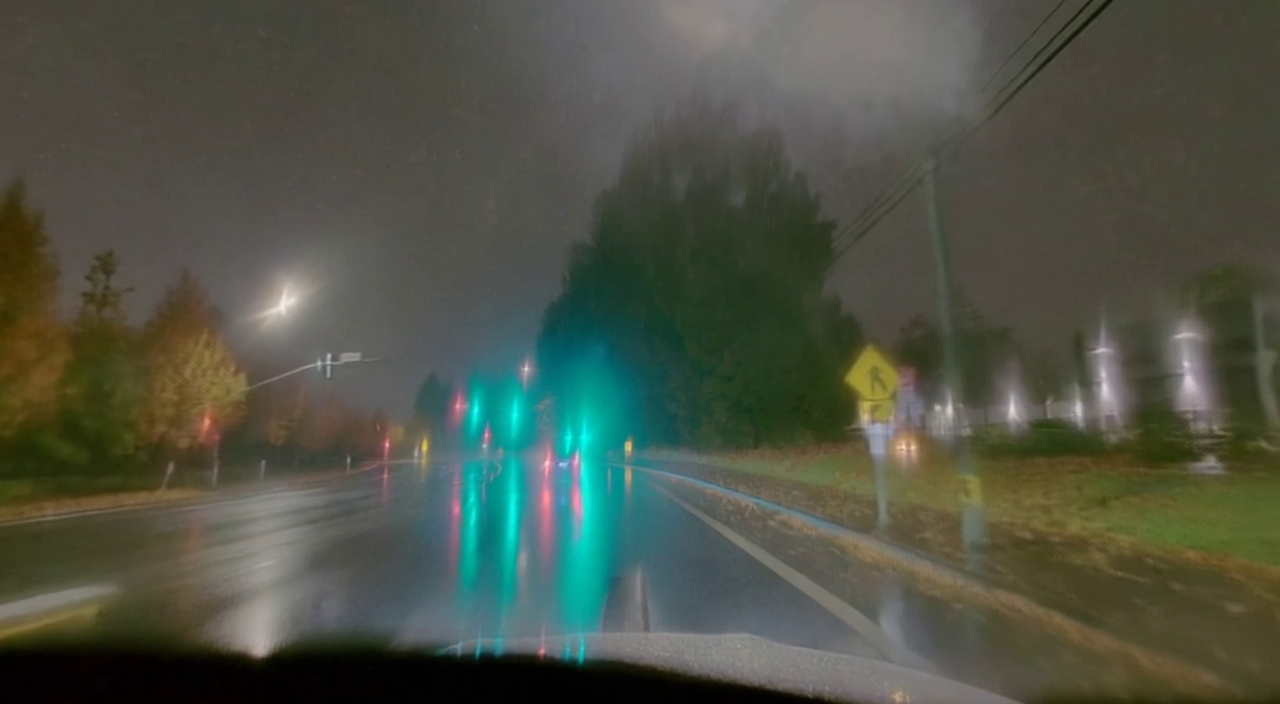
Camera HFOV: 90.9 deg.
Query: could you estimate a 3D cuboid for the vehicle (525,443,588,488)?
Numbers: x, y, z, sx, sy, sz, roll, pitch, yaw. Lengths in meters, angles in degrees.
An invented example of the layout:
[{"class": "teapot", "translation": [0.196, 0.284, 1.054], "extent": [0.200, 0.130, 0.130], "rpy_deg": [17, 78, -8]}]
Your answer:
[{"class": "vehicle", "translation": [-3.260, 4.241, 23.958], "extent": [2.148, 1.521, 4.089], "rpy_deg": [1, -8, -10]}]
